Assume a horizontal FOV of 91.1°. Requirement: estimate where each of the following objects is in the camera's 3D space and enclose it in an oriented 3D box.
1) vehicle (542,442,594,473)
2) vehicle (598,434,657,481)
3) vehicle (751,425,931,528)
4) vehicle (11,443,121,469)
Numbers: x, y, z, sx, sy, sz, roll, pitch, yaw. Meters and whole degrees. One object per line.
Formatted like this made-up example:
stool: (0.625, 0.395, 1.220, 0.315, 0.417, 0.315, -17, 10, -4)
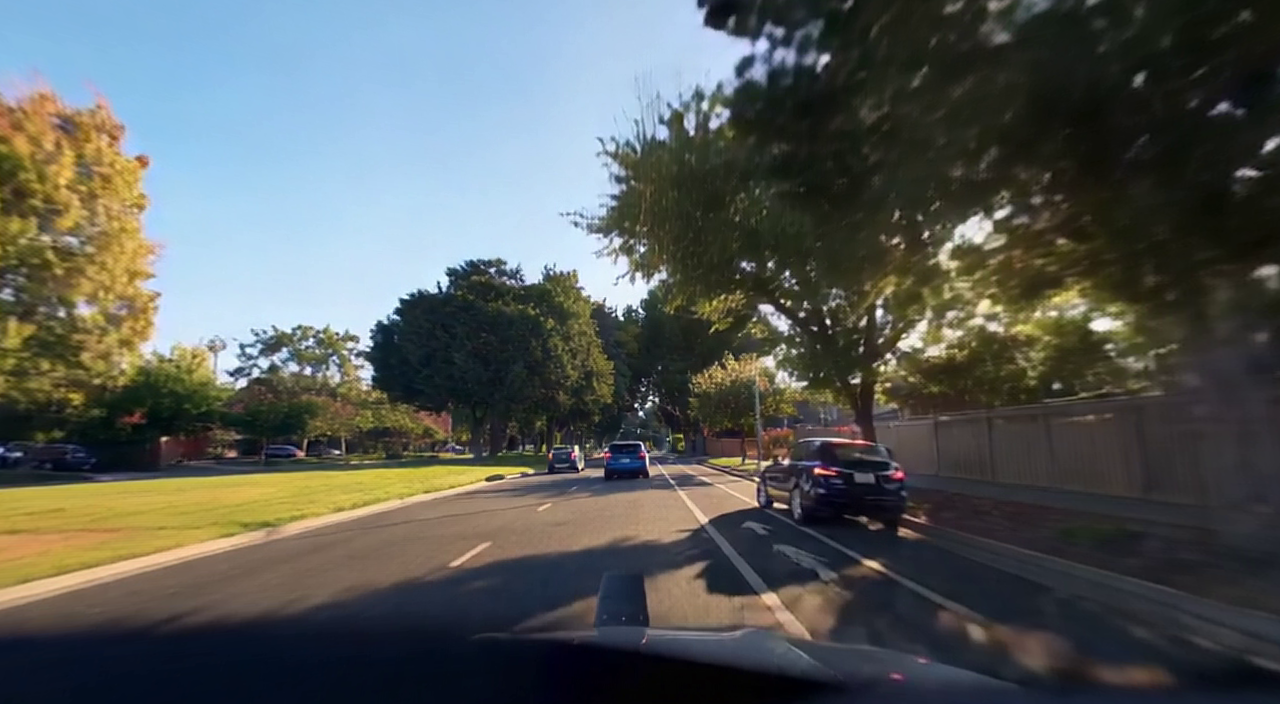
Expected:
vehicle: (-3.562, 5.286, 31.670, 2.032, 1.433, 4.458, 0, -8, 1)
vehicle: (-0.497, 4.250, 25.629, 2.220, 1.742, 4.047, 0, -8, 0)
vehicle: (3.896, 2.501, 13.227, 2.332, 1.769, 4.518, 0, -8, 1)
vehicle: (-32.316, 5.853, 35.422, 4.497, 1.418, 1.783, 0, -9, 2)
